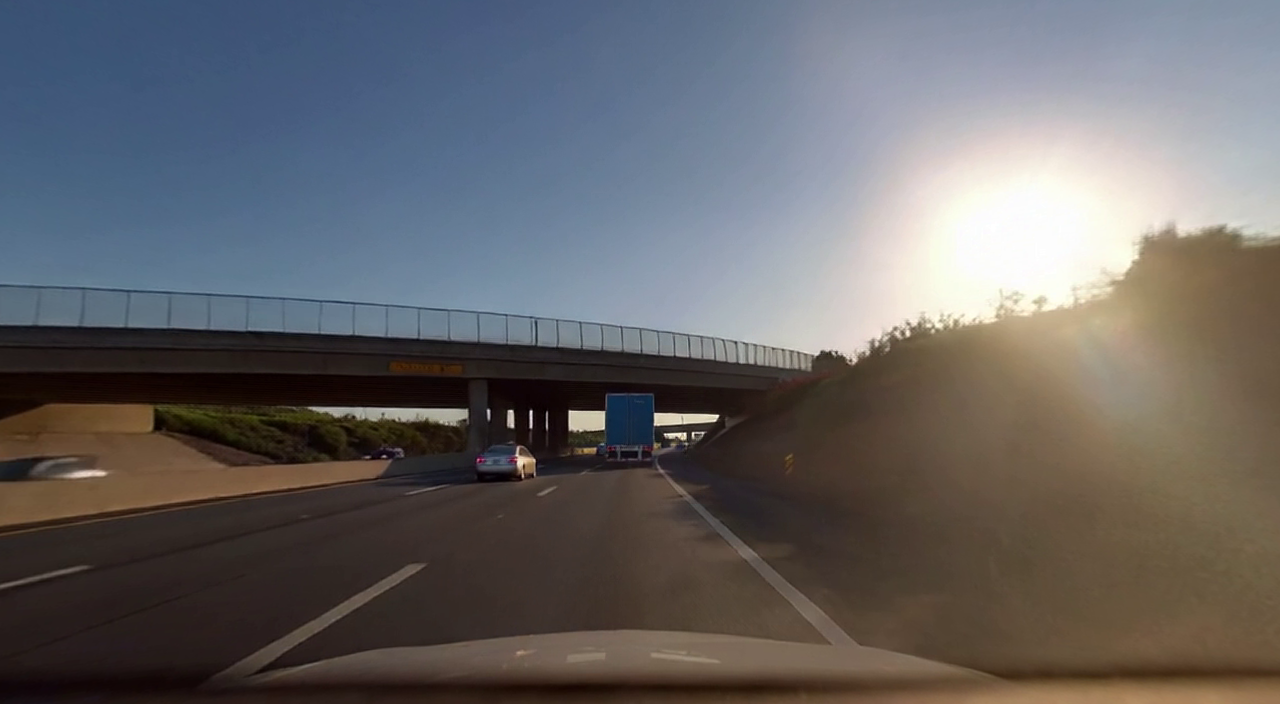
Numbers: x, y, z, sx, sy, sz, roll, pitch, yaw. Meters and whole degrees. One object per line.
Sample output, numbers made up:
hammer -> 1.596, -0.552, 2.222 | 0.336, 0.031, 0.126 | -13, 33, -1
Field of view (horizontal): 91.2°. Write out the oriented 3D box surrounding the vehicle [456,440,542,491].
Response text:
vehicle -> -4.502, 3.683, 20.589 | 1.895, 1.500, 3.808 | 0, -9, 1

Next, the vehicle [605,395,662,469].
vehicle -> -0.389, 5.250, 40.132 | 3.123, 4.094, 10.812 | 0, -9, 0
